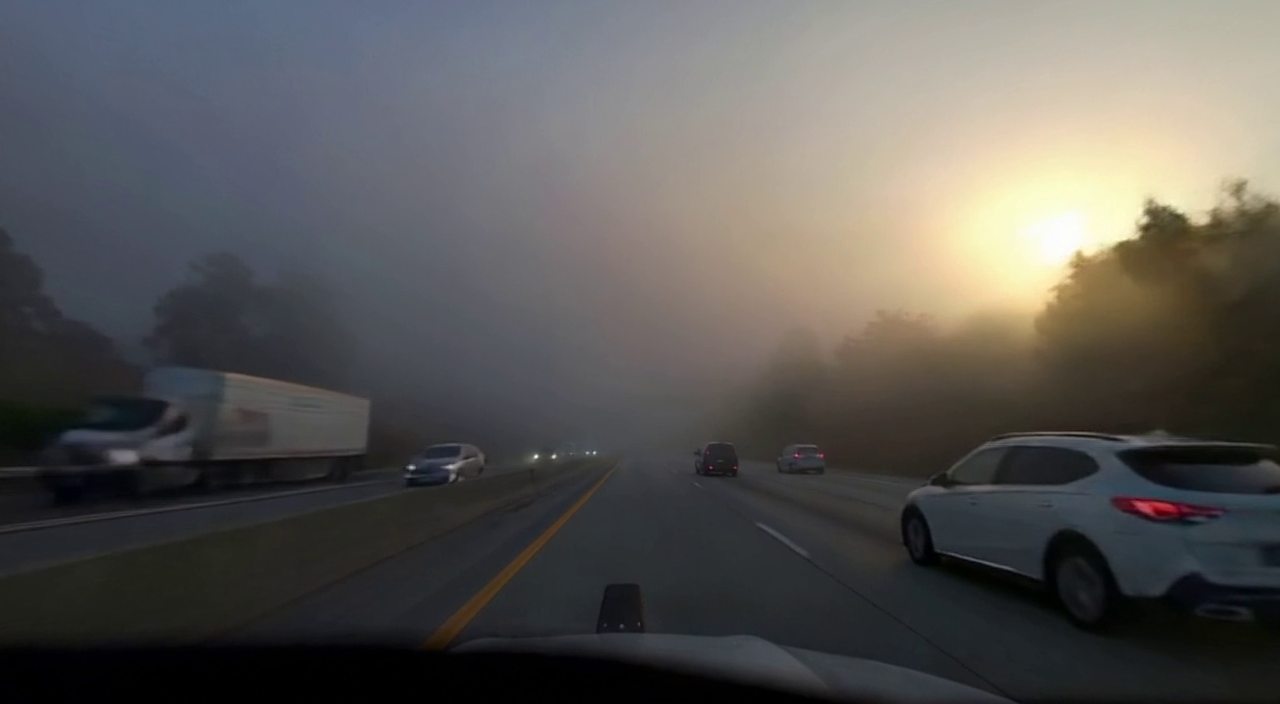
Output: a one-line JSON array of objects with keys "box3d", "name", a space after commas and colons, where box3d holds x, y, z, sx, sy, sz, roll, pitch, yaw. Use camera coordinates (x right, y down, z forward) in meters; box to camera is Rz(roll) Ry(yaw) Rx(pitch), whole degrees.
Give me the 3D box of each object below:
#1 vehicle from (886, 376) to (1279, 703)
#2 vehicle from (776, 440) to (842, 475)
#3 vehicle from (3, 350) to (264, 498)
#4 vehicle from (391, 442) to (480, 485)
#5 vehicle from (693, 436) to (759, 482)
[{"box3d": [3.638, 1.208, 4.536, 2.023, 1.603, 4.159, 0, -9, 0], "name": "vehicle"}, {"box3d": [8.541, 5.399, 32.366, 2.018, 1.636, 4.510, 0, -9, -1], "name": "vehicle"}, {"box3d": [-15.365, 2.363, 19.967, 3.045, 3.960, 5.980, 0, -9, 0], "name": "vehicle"}, {"box3d": [-7.819, 4.302, 24.614, 1.935, 1.490, 4.453, 0, -9, 0], "name": "vehicle"}, {"box3d": [3.546, 4.515, 26.873, 2.070, 1.751, 4.576, 0, -9, -1], "name": "vehicle"}]
